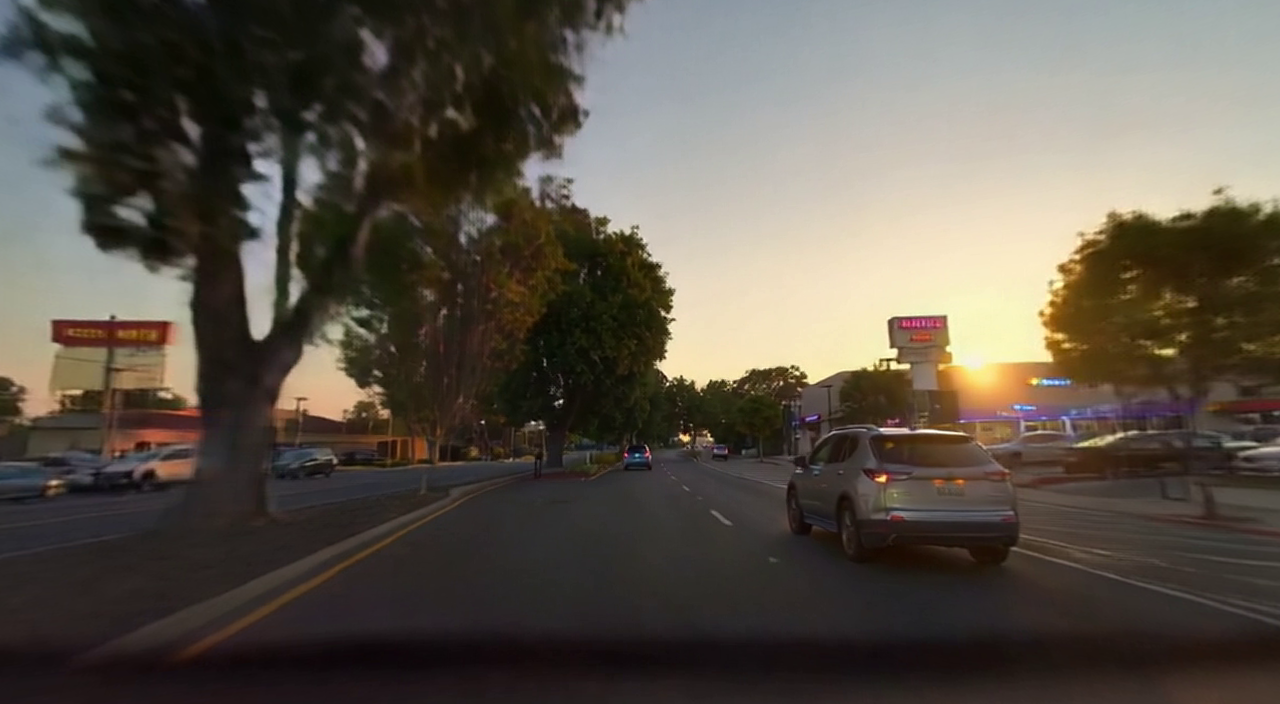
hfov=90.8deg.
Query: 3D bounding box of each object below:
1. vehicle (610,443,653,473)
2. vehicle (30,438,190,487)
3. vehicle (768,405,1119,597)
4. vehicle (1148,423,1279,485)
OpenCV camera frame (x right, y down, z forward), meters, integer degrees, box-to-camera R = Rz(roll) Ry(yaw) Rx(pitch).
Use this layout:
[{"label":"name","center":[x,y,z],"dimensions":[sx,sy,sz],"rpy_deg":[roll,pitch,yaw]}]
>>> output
[{"label":"vehicle","center":[-0.437,5.525,33.130],"dimensions":[2.126,1.475,3.967],"rpy_deg":[0,-8,0]},{"label":"vehicle","center":[-25.851,5.412,30.990],"dimensions":[5.776,1.932,2.226],"rpy_deg":[-3,-9,-2]},{"label":"vehicle","center":[3.174,1.660,7.922],"dimensions":[2.110,1.698,4.397],"rpy_deg":[0,-8,-1]},{"label":"vehicle","center":[20.284,3.289,20.524],"dimensions":[5.408,1.845,2.377],"rpy_deg":[0,-8,0]}]
